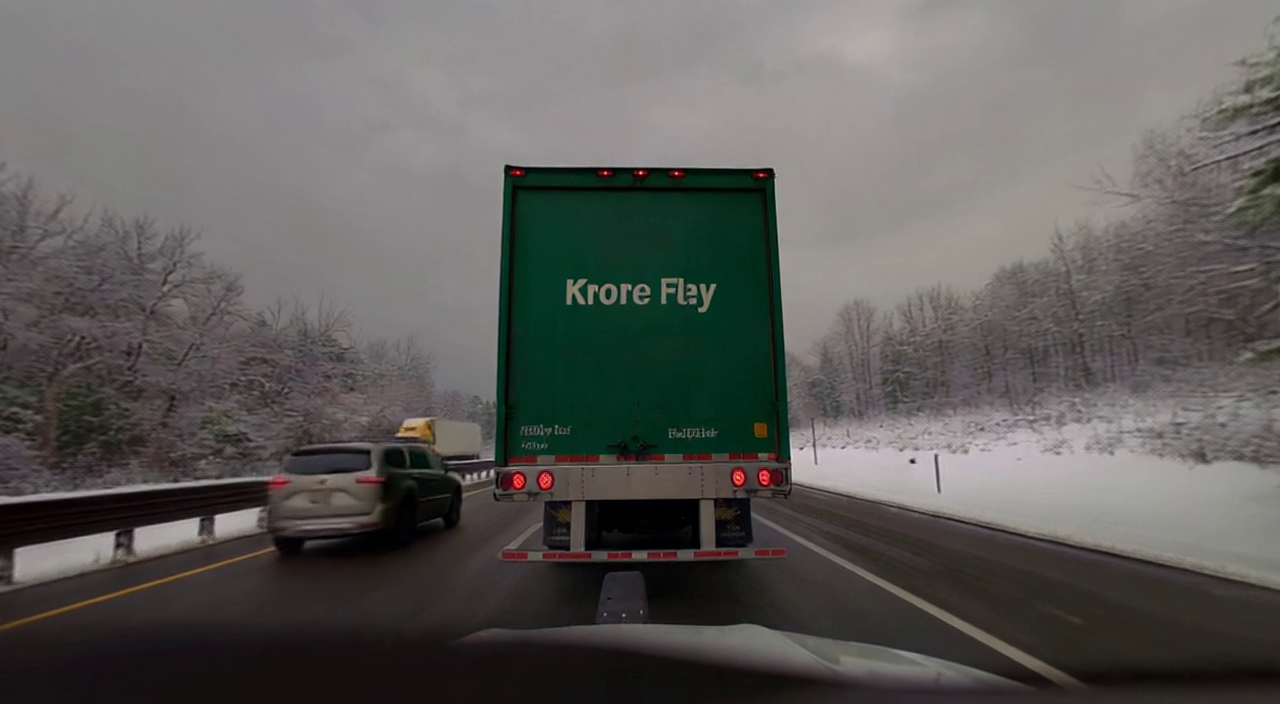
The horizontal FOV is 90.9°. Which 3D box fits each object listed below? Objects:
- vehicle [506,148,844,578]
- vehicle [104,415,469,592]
[{"bbox_3d":[0.233,1.117,13.478,3.230,4.377,14.405,0,-9,-1],"label":"vehicle"},{"bbox_3d":[-3.804,1.715,7.924,2.095,1.600,4.247,0,-9,0],"label":"vehicle"}]
